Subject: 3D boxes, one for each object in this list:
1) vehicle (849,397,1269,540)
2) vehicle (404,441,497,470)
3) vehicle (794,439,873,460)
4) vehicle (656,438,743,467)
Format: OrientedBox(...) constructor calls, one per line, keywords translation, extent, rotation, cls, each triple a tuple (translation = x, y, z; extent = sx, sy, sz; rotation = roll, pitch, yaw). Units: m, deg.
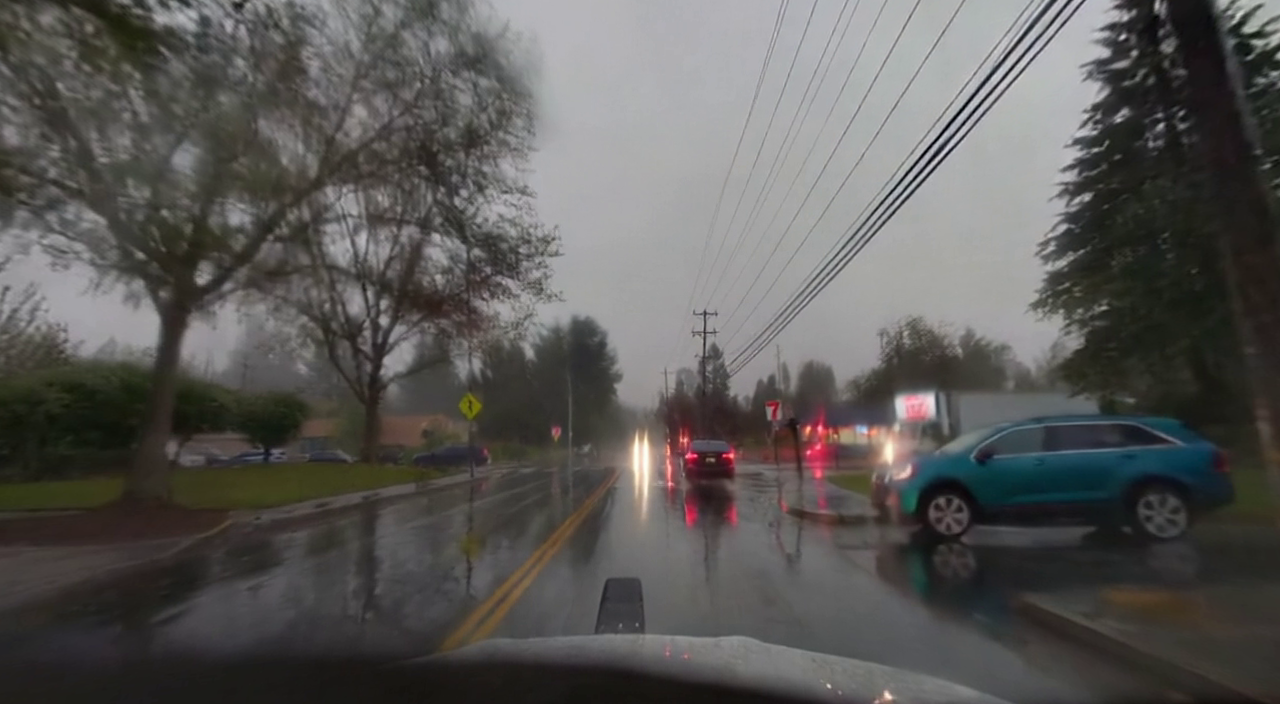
OrientedBox(translation=(6.014, 1.751, 9.825), extent=(4.814, 1.872, 2.220), rotation=(-1, -9, 7), cls="vehicle")
OrientedBox(translation=(-13.123, 7.217, 44.141), extent=(5.866, 1.904, 2.197), rotation=(1, -9, -6), cls="vehicle")
OrientedBox(translation=(13.394, 6.821, 44.028), extent=(4.872, 1.400, 1.955), rotation=(-1, -9, 4), cls="vehicle")
OrientedBox(translation=(3.965, 6.842, 43.103), extent=(2.553, 1.868, 5.536), rotation=(8, -12, -43), cls="vehicle")
